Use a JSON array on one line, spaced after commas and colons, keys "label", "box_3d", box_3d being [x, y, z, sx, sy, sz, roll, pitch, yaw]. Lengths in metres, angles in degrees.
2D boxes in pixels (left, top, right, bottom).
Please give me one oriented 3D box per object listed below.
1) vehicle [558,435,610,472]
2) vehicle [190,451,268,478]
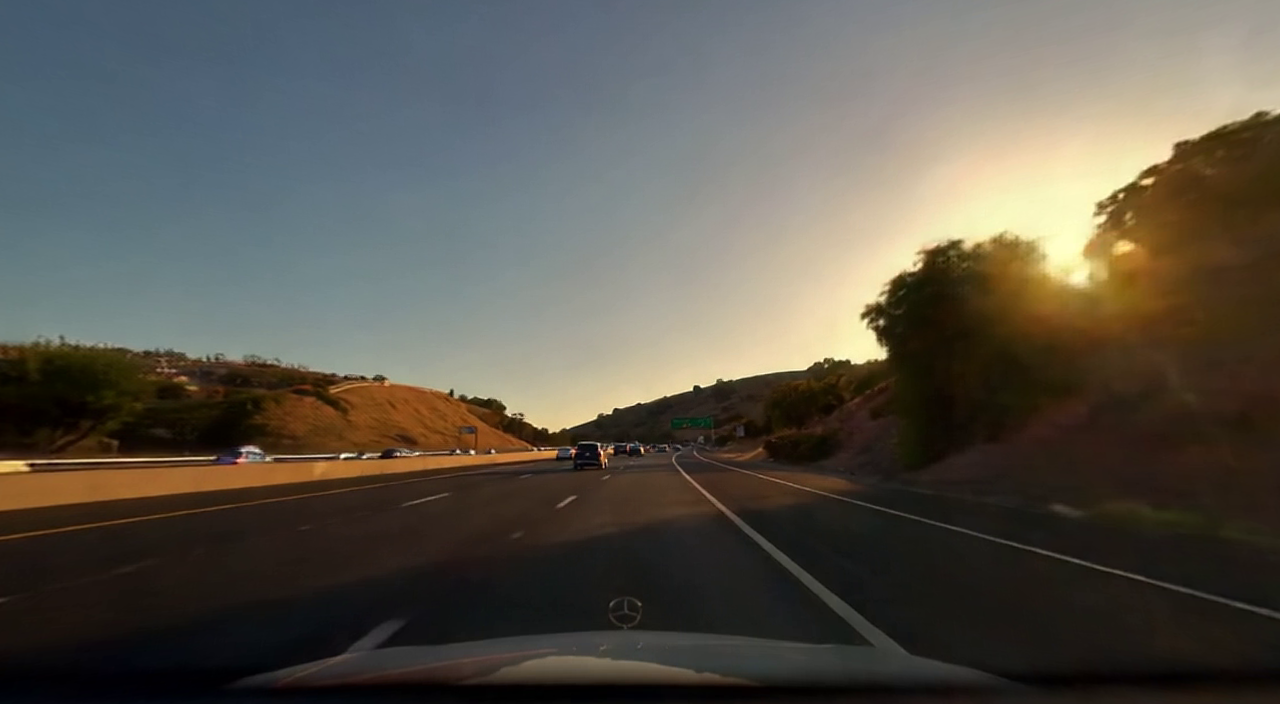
[{"label": "vehicle", "box_3d": [-3.086, 5.769, 35.862, 2.413, 1.896, 5.218, 0, -8, 1]}, {"label": "vehicle", "box_3d": [-27.275, 7.453, 41.831, 2.016, 1.671, 4.537, 0, -8, 2]}]
